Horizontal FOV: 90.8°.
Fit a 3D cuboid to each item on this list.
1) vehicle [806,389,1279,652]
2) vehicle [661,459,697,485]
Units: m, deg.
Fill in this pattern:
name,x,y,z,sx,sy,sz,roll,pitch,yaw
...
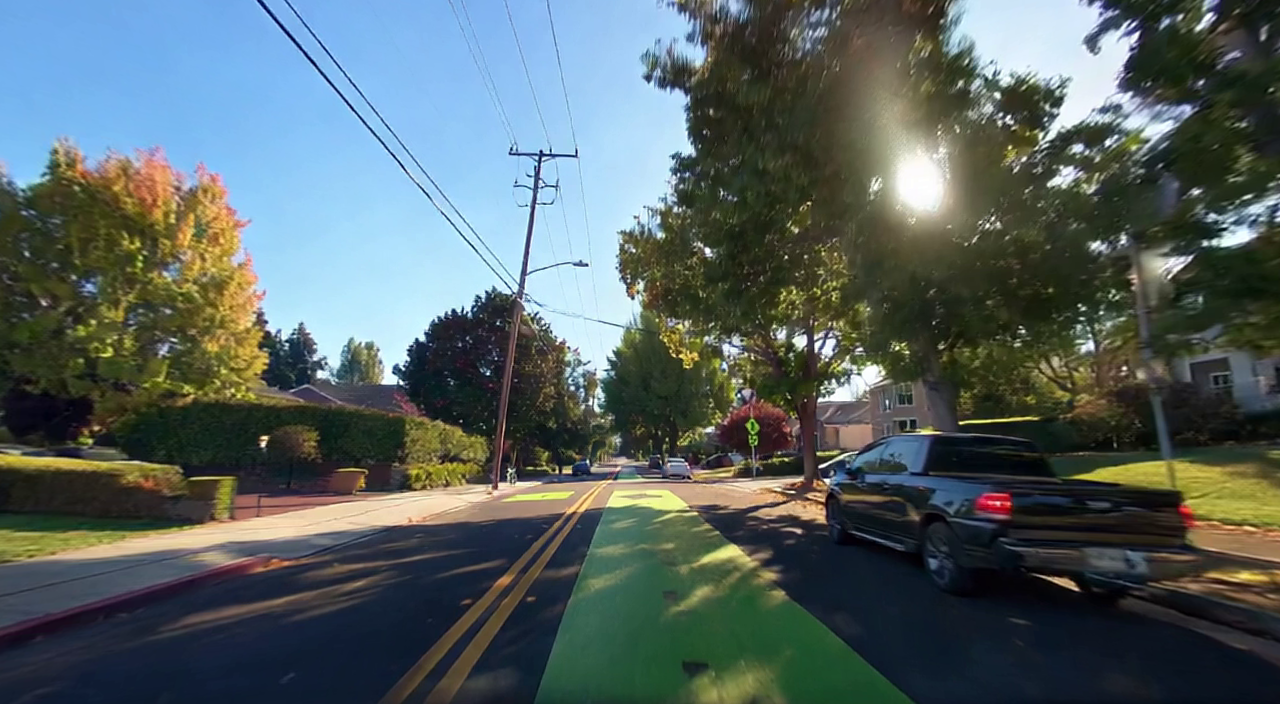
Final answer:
name,x,y,z,sx,sy,sz,roll,pitch,yaw
vehicle,3.452,1.477,6.680,2.097,1.742,4.789,0,-8,0
vehicle,2.623,8.249,43.857,1.989,1.545,5.423,0,-8,-2
